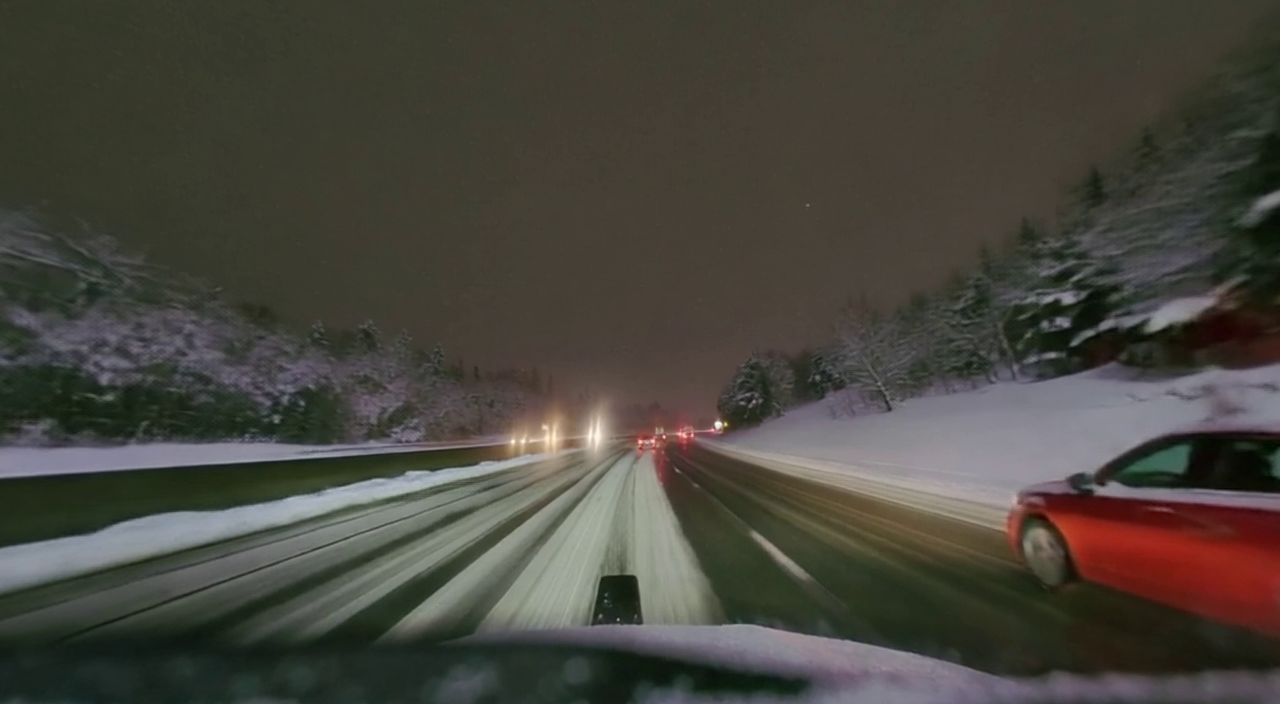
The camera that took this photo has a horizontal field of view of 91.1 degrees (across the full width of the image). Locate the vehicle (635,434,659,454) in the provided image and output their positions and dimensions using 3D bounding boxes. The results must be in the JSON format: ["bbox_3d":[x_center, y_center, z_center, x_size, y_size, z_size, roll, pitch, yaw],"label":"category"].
[{"bbox_3d":[0.504,7.057,48.460,1.771,1.480,3.781,0,-8,0],"label":"vehicle"}]

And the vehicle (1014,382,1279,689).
[{"bbox_3d":[4.170,0.973,3.514,1.834,1.548,3.651,0,-8,-1],"label":"vehicle"}]
